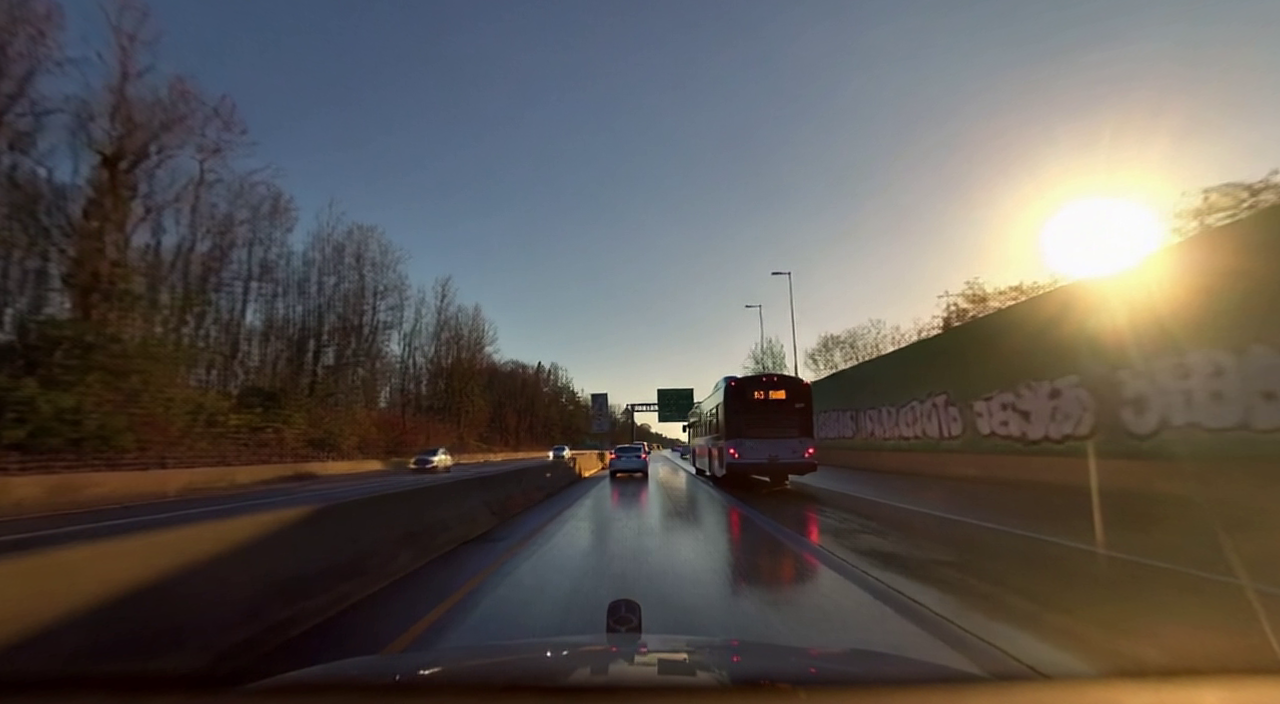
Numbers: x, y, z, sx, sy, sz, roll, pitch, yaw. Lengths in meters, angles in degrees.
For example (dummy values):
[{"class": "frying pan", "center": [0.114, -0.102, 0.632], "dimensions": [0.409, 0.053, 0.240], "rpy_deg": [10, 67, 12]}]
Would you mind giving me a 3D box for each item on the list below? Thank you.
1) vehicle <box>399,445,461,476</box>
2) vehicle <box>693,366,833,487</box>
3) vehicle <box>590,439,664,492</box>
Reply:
[{"class": "vehicle", "center": [-12.282, 6.373, 37.005], "dimensions": [2.029, 1.647, 4.323], "rpy_deg": [-1, -9, 2]}, {"class": "vehicle", "center": [4.078, 3.118, 24.436], "dimensions": [3.055, 3.479, 12.521], "rpy_deg": [-1, -9, 1]}, {"class": "vehicle", "center": [-0.340, 3.659, 20.525], "dimensions": [2.160, 1.532, 4.073], "rpy_deg": [-1, -9, 1]}]
